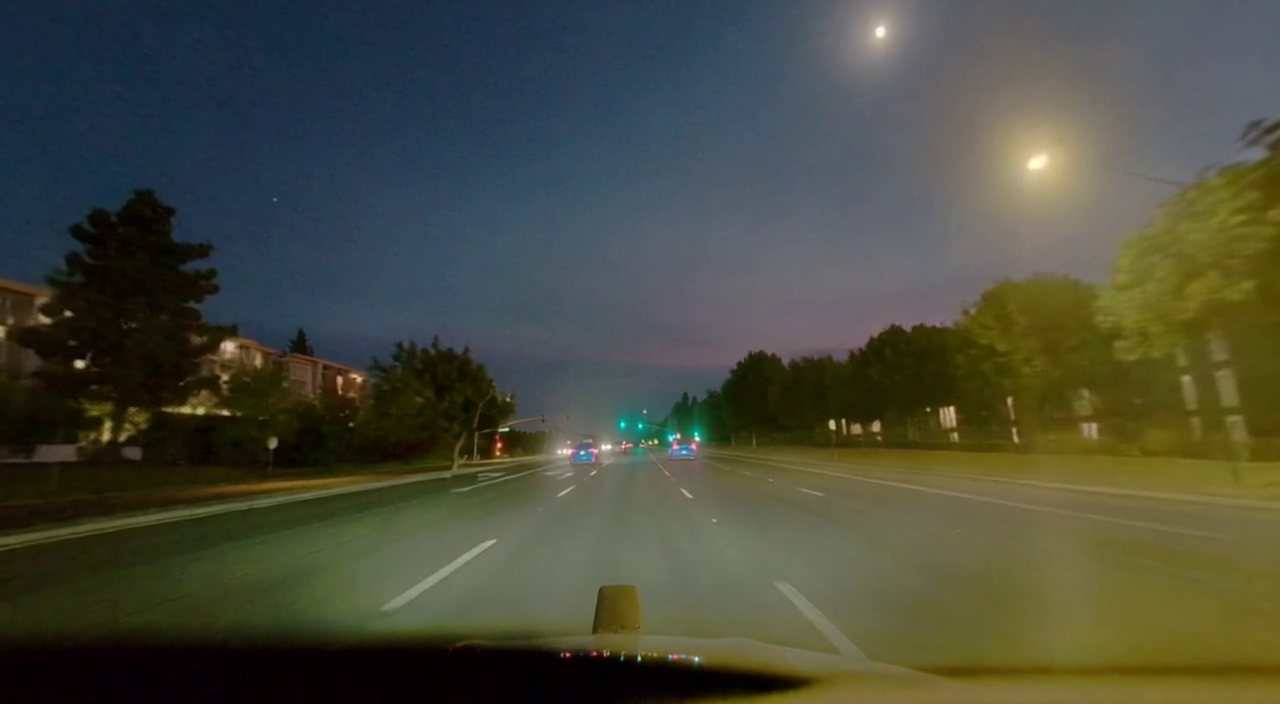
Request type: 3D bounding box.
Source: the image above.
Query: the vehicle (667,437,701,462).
[{"bbox_3d":[3.127,6.994,45.477,2.072,1.696,4.177,0,-8,-1],"label":"vehicle"}]

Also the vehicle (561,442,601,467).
[{"bbox_3d":[-3.687,6.505,40.316,2.112,1.471,4.212,0,-8,1],"label":"vehicle"}]
